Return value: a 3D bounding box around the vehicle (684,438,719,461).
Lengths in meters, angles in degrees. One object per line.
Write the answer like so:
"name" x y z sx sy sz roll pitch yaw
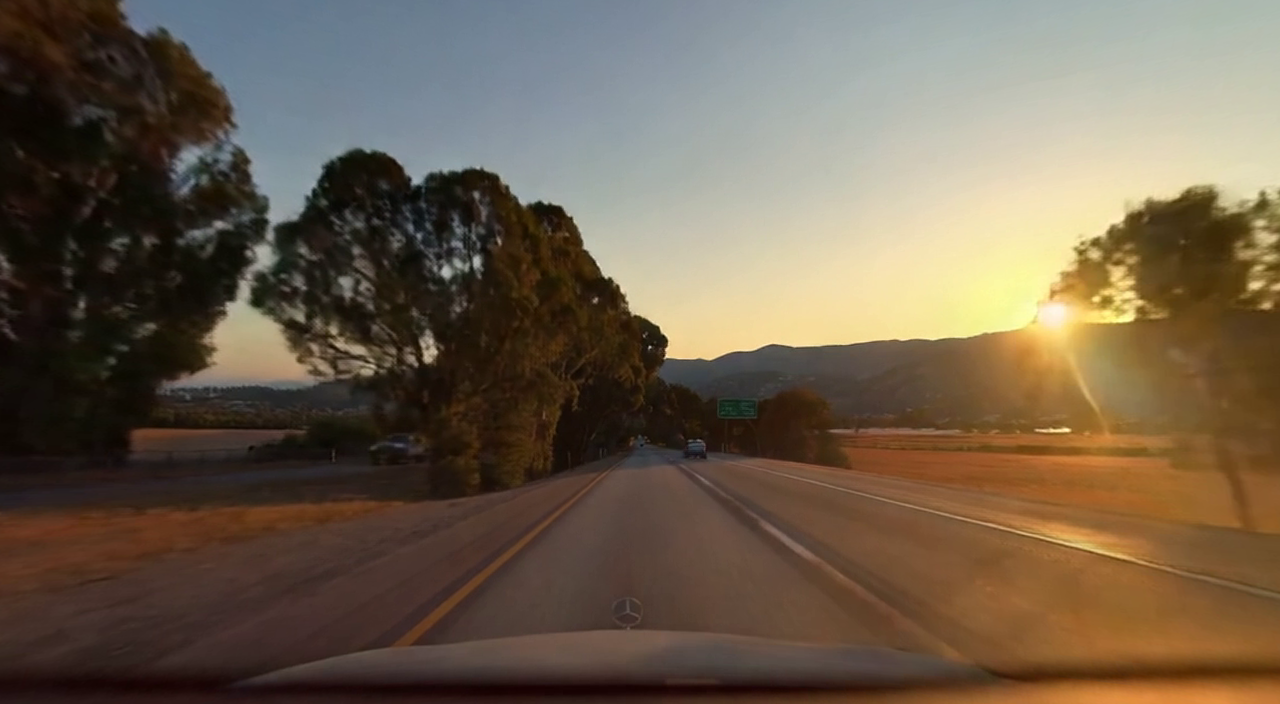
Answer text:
"vehicle" 4.476 7.188 46.619 2.157 1.640 4.056 0 -8 0

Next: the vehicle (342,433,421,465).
"vehicle" -16.935 6.390 41.770 2.550 1.966 6.105 0 -8 1
